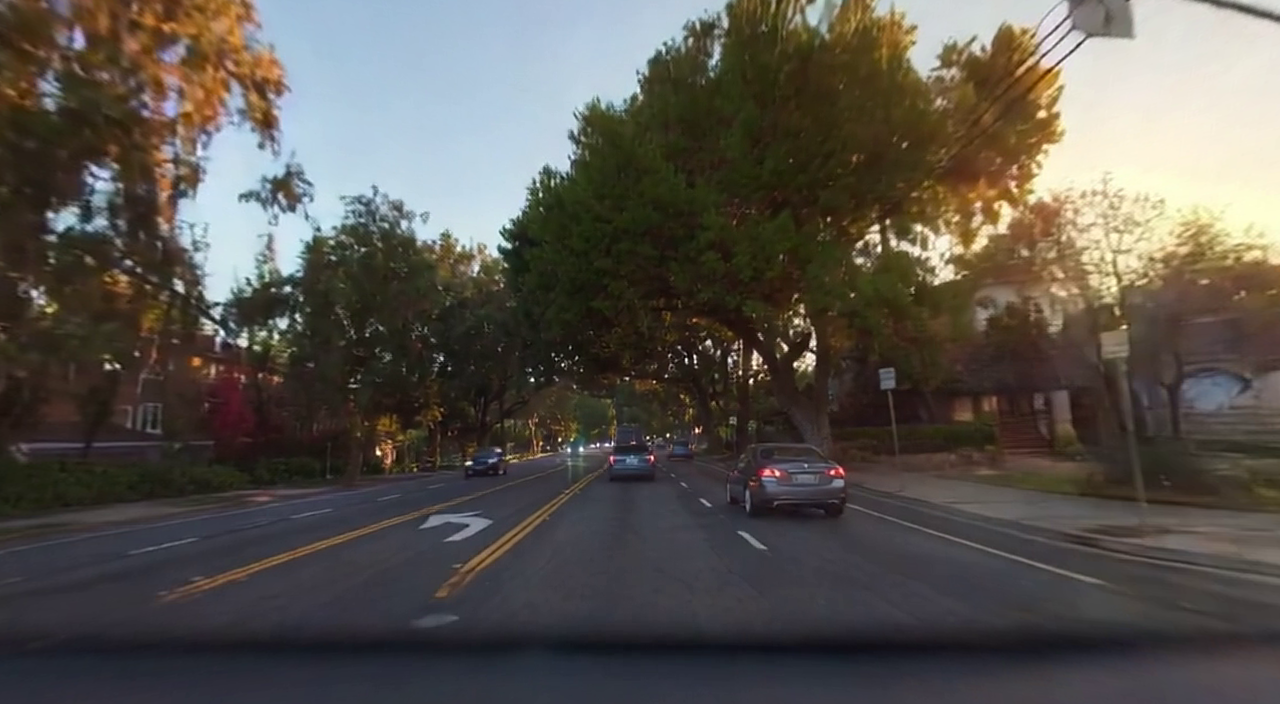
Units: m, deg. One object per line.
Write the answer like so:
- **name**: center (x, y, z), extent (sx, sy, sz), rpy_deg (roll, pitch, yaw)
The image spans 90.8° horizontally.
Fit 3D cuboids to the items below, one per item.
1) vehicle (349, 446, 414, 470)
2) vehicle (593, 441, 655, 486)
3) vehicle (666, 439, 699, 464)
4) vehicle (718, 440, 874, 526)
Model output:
- **vehicle**: center (-19.631, 8.058, 48.073), extent (4.133, 1.737, 1.862), rpy_deg (0, -9, 2)
- **vehicle**: center (-0.584, 4.114, 23.667), extent (2.114, 1.483, 4.207), rpy_deg (0, -8, -1)
- **vehicle**: center (3.281, 7.841, 49.974), extent (2.187, 1.847, 4.553), rpy_deg (0, -8, -2)
- **vehicle**: center (2.950, 2.568, 13.063), extent (1.973, 1.447, 4.402), rpy_deg (0, -8, -2)
